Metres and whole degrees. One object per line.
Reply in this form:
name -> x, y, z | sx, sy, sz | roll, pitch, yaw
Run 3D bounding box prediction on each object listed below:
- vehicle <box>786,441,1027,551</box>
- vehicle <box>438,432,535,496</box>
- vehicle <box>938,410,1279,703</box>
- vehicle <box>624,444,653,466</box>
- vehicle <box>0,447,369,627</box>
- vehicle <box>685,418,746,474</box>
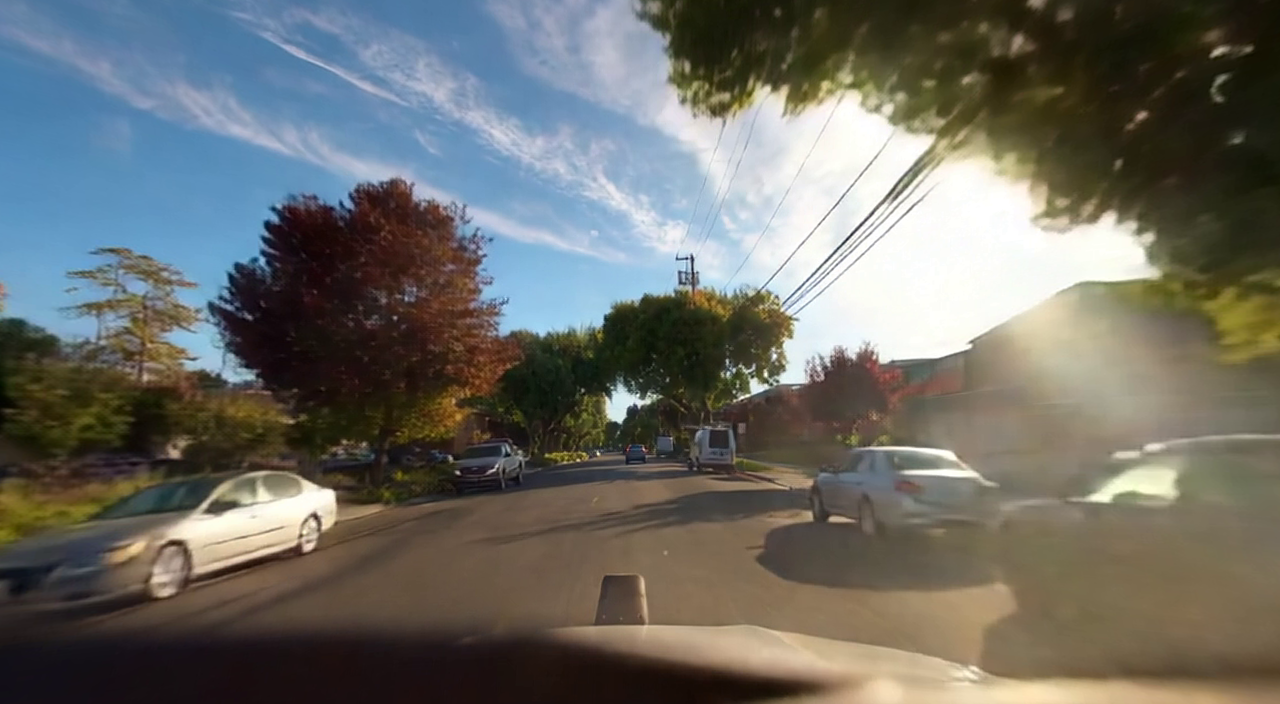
vehicle -> 3.983, 2.195, 10.444 | 1.879, 1.395, 4.374 | 0, -8, -3
vehicle -> -5.951, 4.345, 25.397 | 2.284, 2.119, 5.984 | -3, -7, 1
vehicle -> 4.016, 1.162, 3.600 | 2.144, 1.572, 5.026 | 0, -9, 0
vehicle -> -0.155, 7.738, 47.688 | 2.062, 1.509, 4.305 | 0, -8, -1
vehicle -> -6.015, 2.203, 8.830 | 2.094, 1.433, 5.740 | -3, -7, -2
vehicle -> 3.973, 5.150, 34.672 | 2.384, 2.791, 5.899 | 0, -9, -2
